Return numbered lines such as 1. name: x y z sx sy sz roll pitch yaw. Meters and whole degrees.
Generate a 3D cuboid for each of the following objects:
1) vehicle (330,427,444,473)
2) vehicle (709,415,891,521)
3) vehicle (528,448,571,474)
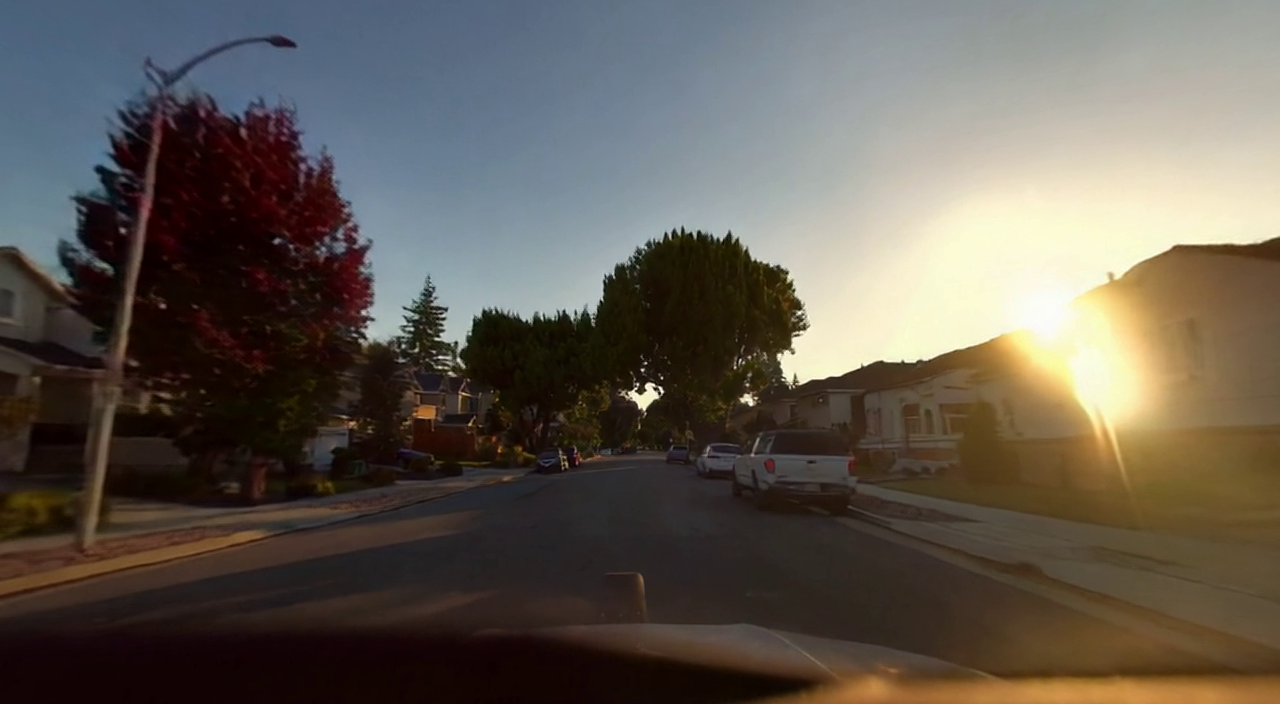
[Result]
1. vehicle: -13.072 5.078 32.784 4.837 1.897 2.228 4 -8 5
2. vehicle: 3.799 2.991 16.996 2.952 2.216 7.033 0 -8 -1
3. vehicle: -5.795 7.048 40.986 2.027 1.544 4.959 -1 -9 1
